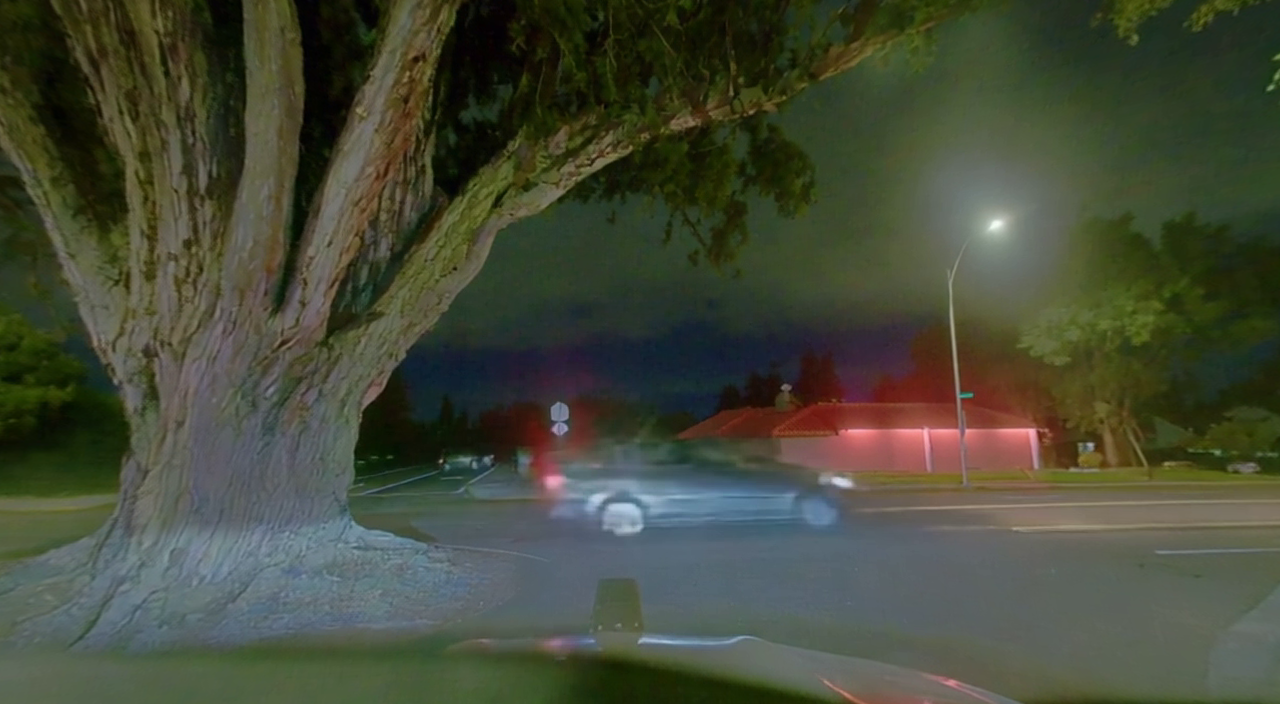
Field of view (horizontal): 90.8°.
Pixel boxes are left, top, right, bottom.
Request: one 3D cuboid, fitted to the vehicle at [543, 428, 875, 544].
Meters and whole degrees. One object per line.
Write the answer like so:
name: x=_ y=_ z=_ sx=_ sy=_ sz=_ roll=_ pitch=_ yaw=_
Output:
vehicle: x=0.837 y=1.895 z=9.394 sx=4.426 sy=1.451 sz=2.124 roll=1 pitch=-9 yaw=-7
